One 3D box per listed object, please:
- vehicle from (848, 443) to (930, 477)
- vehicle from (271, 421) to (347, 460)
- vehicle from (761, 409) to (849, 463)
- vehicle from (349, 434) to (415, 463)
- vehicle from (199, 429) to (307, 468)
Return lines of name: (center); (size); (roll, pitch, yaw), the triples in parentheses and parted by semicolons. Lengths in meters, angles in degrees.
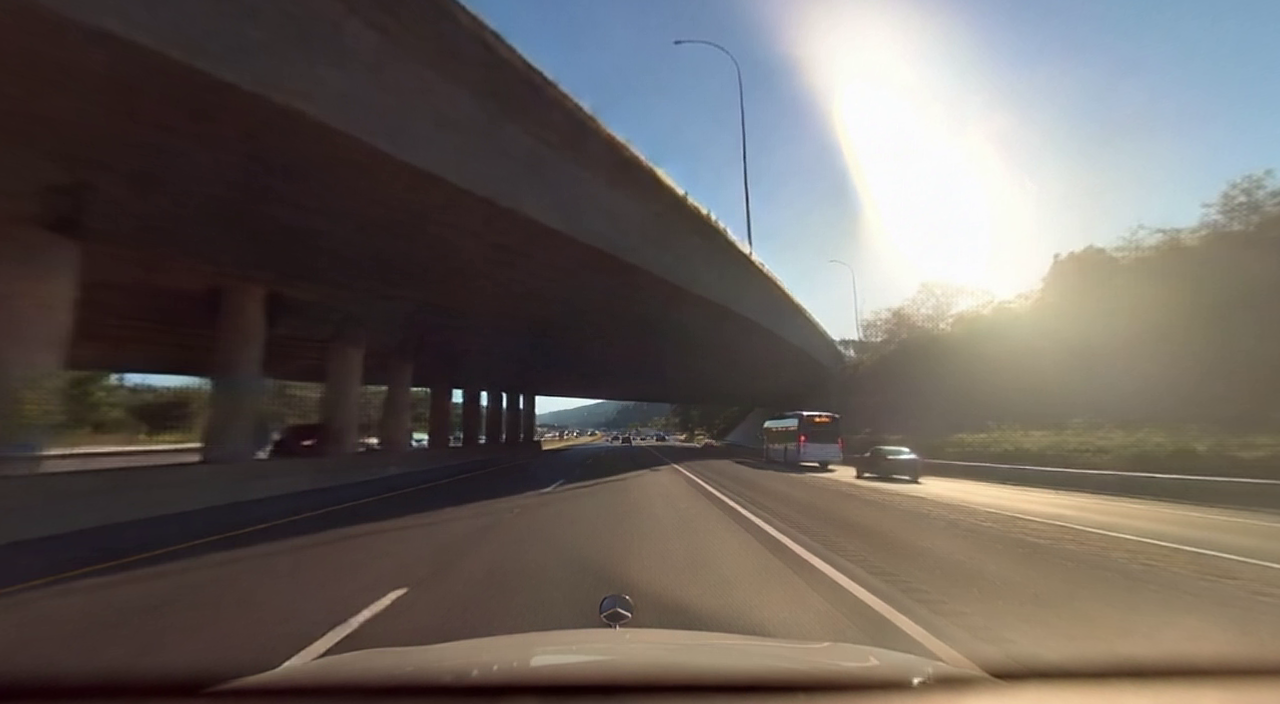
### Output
vehicle: (10.964, 4.768, 28.033); (1.866, 1.359, 4.218); (0, -8, -1)
vehicle: (-17.388, 4.671, 33.190); (1.911, 1.928, 3.656); (0, -8, 1)
vehicle: (11.189, 5.899, 44.234); (3.009, 3.265, 12.098); (0, -8, 0)
vehicle: (-13.772, 5.172, 33.876); (1.838, 1.446, 4.375); (1, -8, -2)
vehicle: (-17.291, 4.312, 28.394); (1.987, 1.600, 4.539); (0, -8, -1)
